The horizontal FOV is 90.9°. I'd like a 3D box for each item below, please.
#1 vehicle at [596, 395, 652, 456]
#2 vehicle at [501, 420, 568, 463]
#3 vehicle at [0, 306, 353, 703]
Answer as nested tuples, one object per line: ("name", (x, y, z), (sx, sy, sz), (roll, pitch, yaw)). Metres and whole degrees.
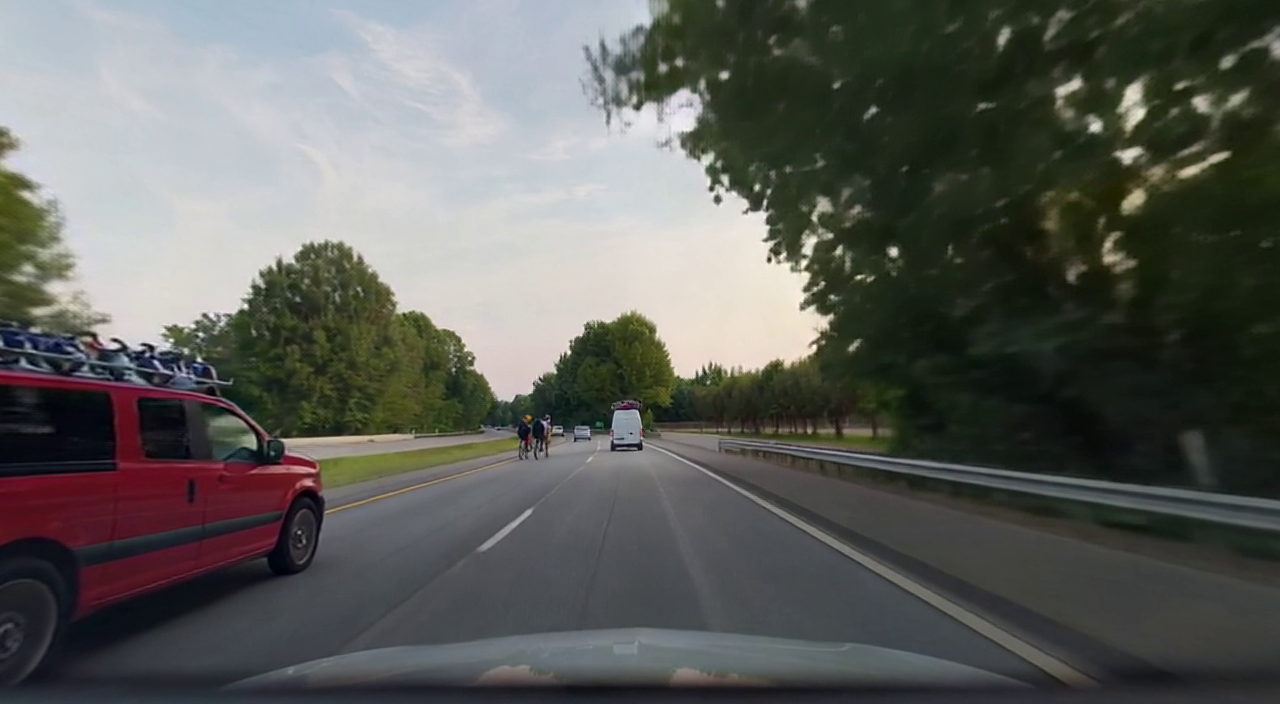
("vehicle", (-0.885, 3.969, 33.562), (2.647, 2.896, 6.480), (0, -8, -2))
("vehicle", (-4.307, 3.751, 26.454), (2.110, 1.636, 4.453), (0, -8, -1))
("vehicle", (-3.704, 0.812, 3.501), (2.069, 1.751, 4.720), (0, -8, -1))
